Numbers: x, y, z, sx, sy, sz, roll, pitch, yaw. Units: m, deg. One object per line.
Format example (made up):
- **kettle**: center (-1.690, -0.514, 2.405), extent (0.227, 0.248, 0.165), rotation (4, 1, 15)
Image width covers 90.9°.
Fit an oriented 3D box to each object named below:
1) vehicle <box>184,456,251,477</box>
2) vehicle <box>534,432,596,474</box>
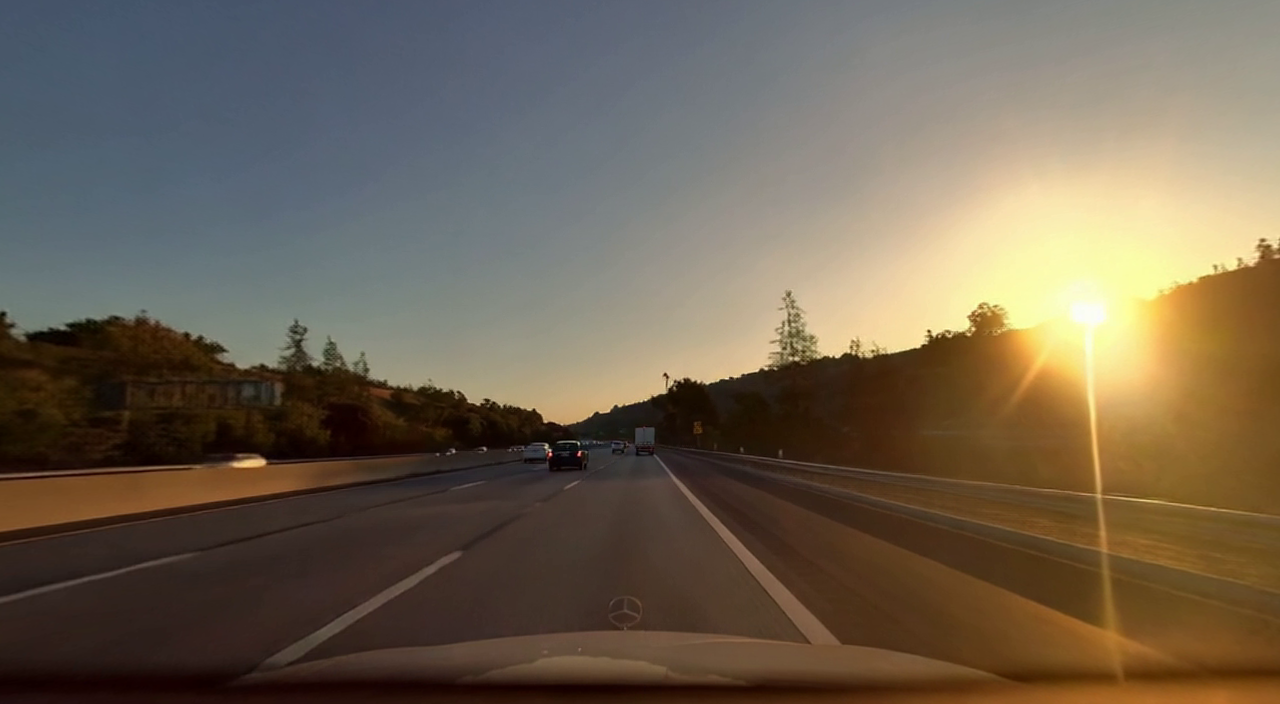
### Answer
- **vehicle**: center (-32.777, 8.911, 49.085), extent (2.019, 1.469, 4.523), rotation (0, -8, 1)
- **vehicle**: center (-3.450, 4.794, 30.070), extent (2.283, 1.802, 4.810), rotation (0, -8, 1)
